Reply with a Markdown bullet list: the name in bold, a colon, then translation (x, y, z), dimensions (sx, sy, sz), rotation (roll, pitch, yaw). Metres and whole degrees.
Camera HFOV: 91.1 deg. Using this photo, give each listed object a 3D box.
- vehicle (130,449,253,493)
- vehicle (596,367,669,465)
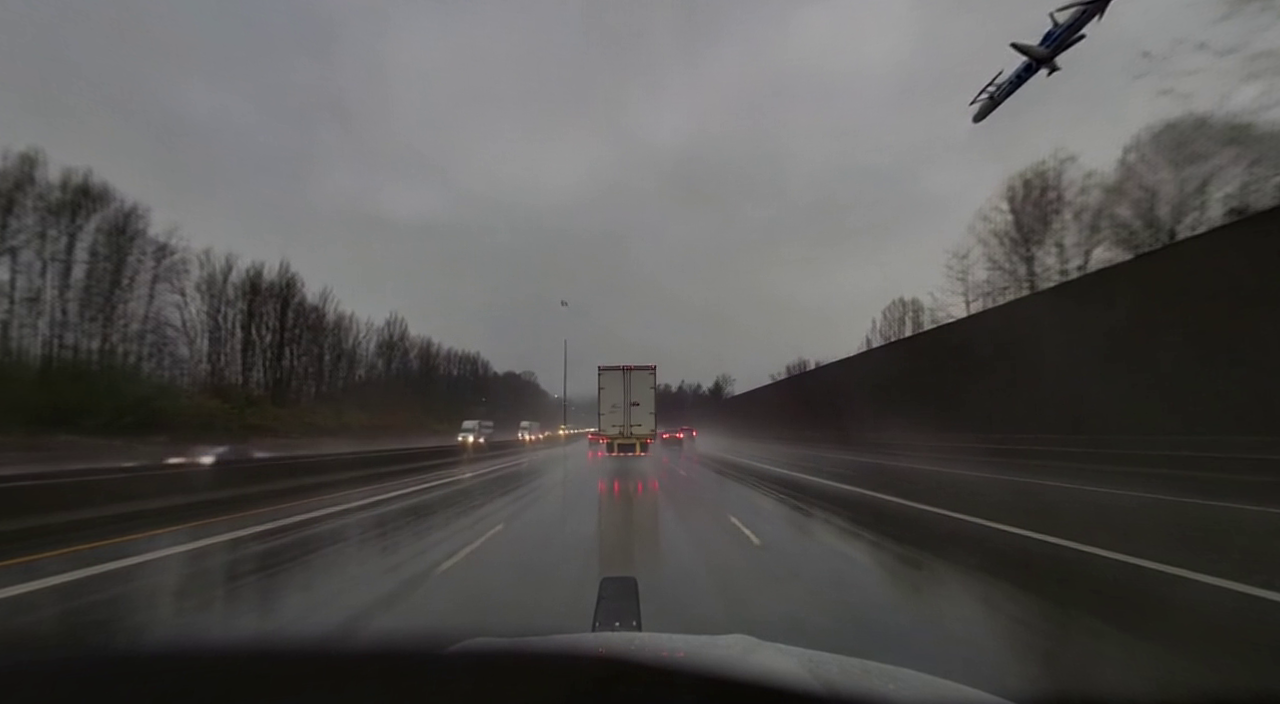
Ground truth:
- **vehicle**: translation (-17.737, 4.695, 25.156), dimensions (1.841, 1.474, 4.148), rotation (0, -8, 0)
- **vehicle**: translation (-0.338, 3.680, 33.938), dimensions (2.965, 3.972, 16.689), rotation (0, -8, 0)
